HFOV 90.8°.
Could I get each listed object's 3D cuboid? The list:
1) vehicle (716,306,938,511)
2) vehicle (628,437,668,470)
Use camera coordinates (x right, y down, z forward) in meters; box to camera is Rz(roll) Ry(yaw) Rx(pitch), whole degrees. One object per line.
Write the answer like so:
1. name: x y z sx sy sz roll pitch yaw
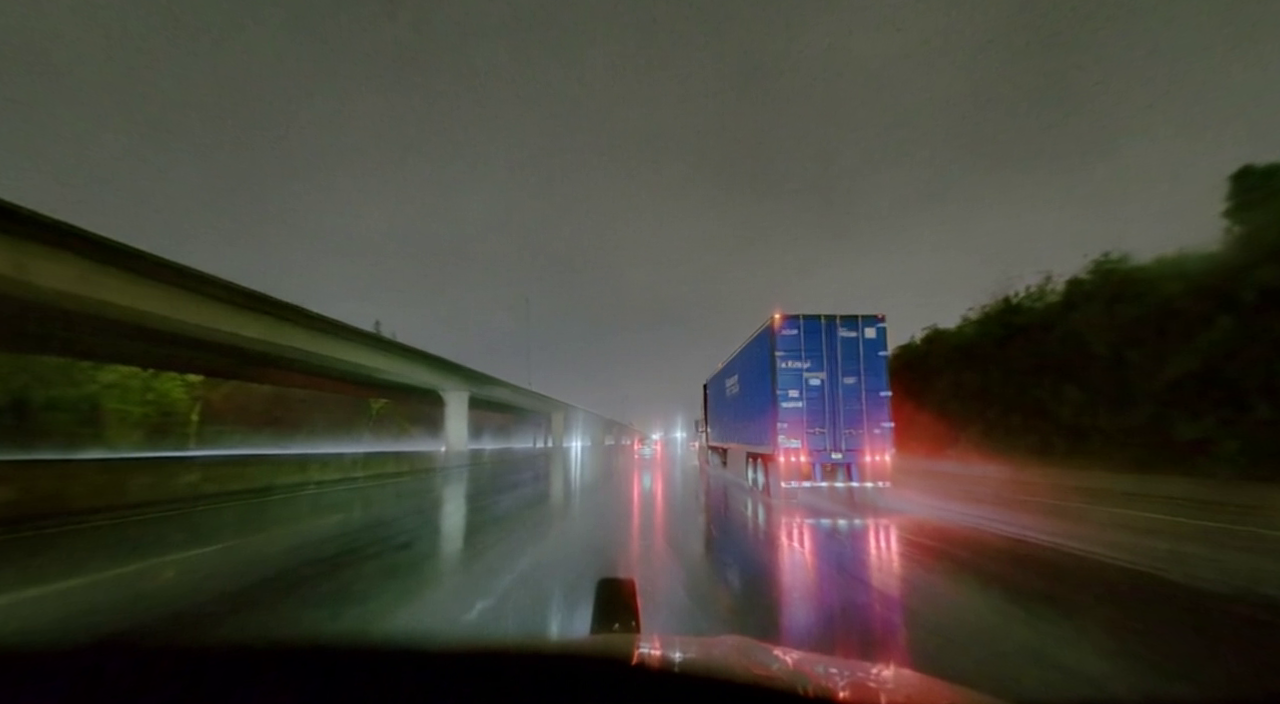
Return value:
1. vehicle: 4.280 1.818 17.573 2.964 4.063 10.072 0 -9 0
2. vehicle: 0.447 5.691 35.481 2.077 1.716 4.514 0 -9 1
